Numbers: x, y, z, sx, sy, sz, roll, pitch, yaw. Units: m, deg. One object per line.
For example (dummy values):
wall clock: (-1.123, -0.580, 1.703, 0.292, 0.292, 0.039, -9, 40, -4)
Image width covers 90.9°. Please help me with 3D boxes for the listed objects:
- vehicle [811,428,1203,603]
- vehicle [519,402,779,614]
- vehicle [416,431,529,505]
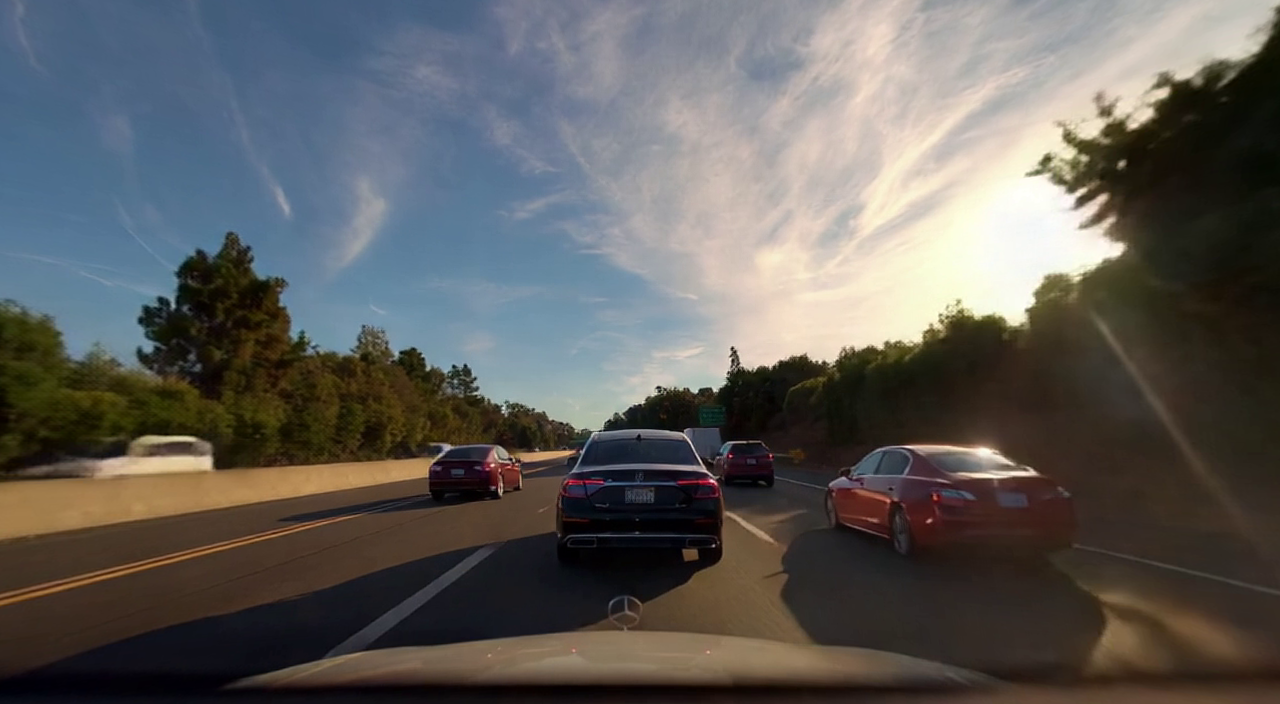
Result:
vehicle: (3.682, 1.715, 7.565, 1.953, 1.434, 4.511, 0, -9, -1)
vehicle: (0.018, 1.550, 7.061, 2.093, 1.695, 3.782, 0, -9, -2)
vehicle: (-4.251, 3.015, 16.670, 1.890, 1.708, 3.844, 0, -9, 0)
